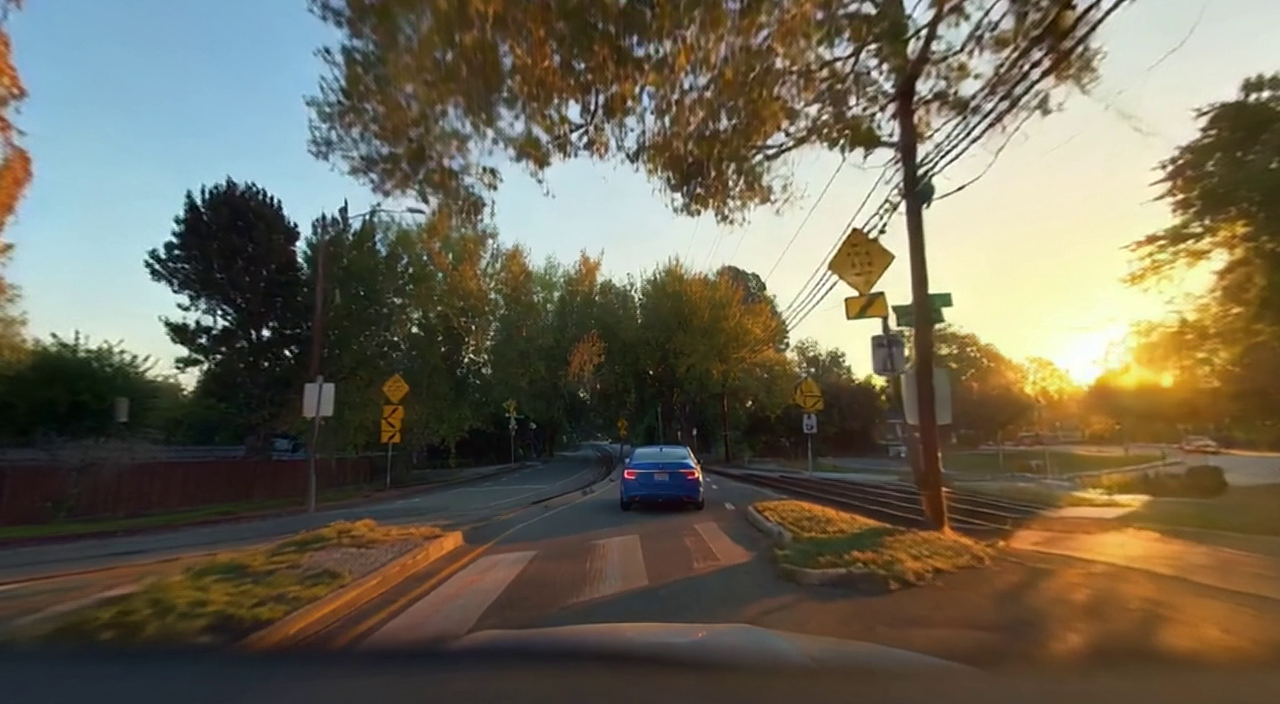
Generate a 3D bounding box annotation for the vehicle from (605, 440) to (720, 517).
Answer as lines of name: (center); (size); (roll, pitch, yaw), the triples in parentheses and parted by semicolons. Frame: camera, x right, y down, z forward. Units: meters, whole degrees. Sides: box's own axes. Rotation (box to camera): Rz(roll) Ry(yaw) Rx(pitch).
vehicle: (0.549, 2.837, 14.782); (2.295, 1.510, 4.364); (0, -8, 3)
